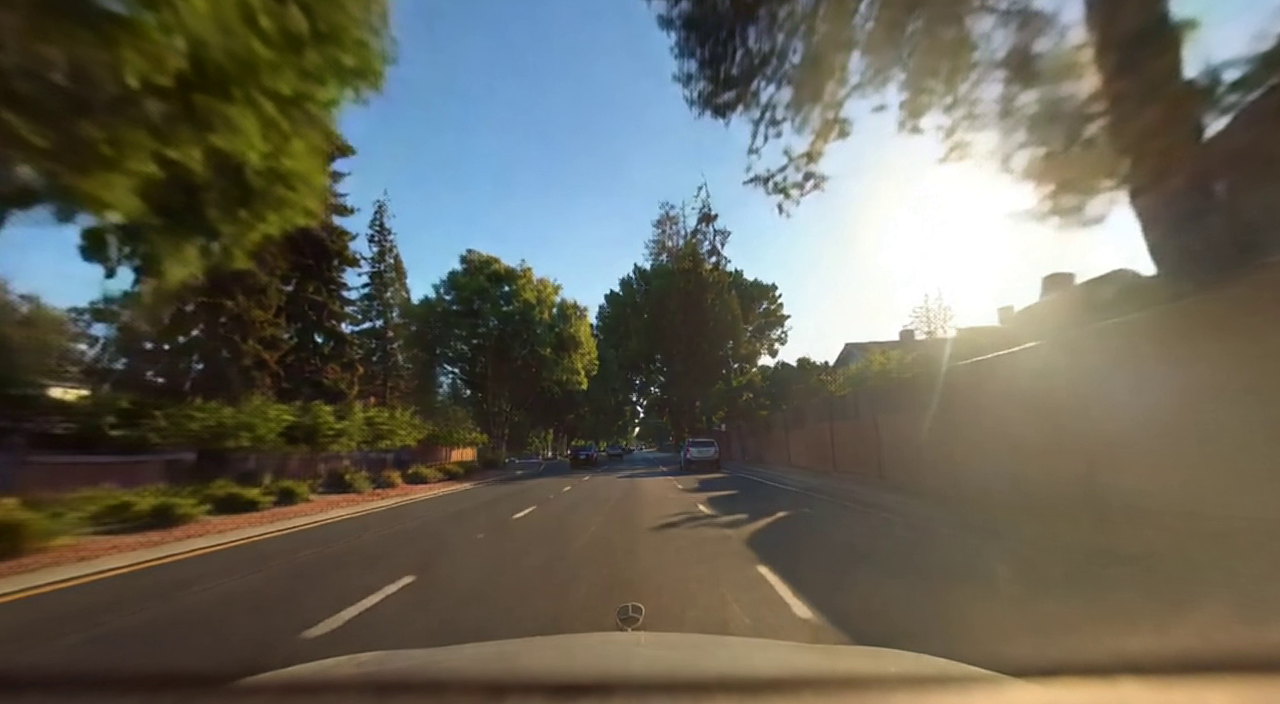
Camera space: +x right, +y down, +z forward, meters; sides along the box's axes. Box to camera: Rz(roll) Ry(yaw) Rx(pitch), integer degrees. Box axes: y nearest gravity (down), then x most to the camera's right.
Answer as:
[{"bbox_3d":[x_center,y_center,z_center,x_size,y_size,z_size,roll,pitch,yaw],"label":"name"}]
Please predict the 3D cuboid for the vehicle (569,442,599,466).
[{"bbox_3d":[-4.385,8.038,49.983,2.002,1.747,4.728,0,-8,-1],"label":"vehicle"}]

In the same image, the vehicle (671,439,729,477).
[{"bbox_3d":[2.821,5.110,30.744,2.321,1.695,5.037,0,-8,0],"label":"vehicle"}]
